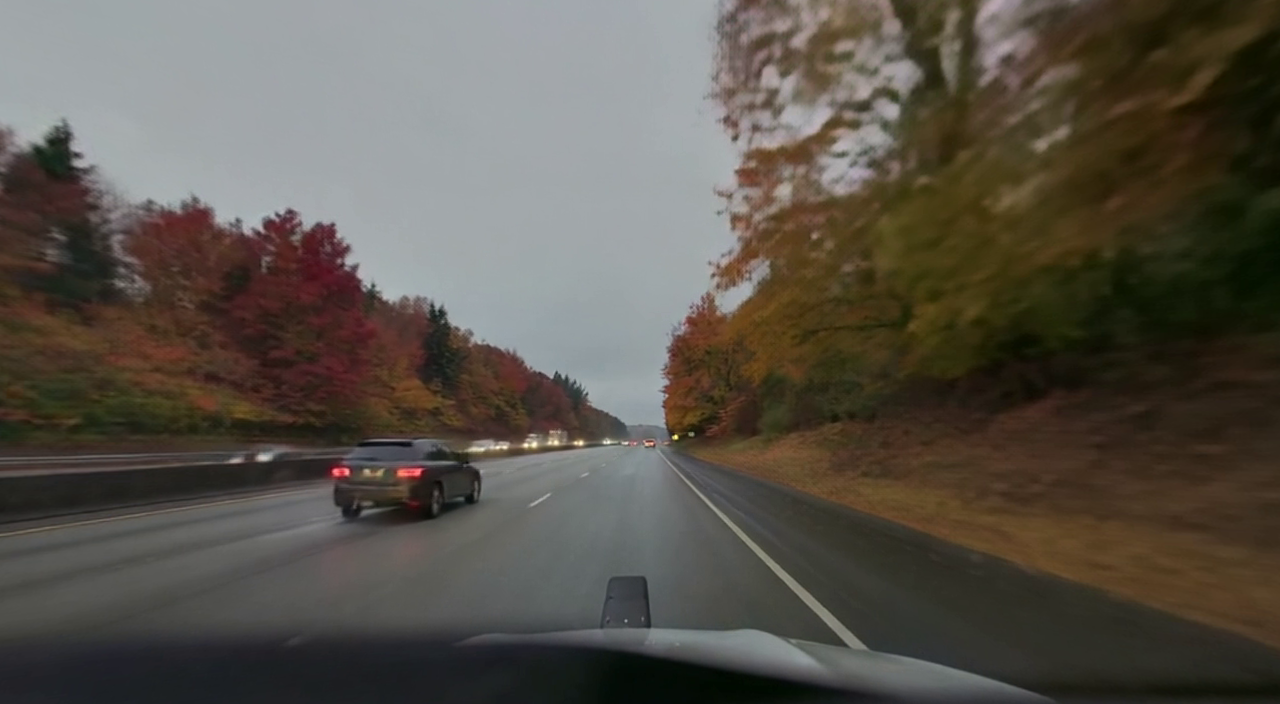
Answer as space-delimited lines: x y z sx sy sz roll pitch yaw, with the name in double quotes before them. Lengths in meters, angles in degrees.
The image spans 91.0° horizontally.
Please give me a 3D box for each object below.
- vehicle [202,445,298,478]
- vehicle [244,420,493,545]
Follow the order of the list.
"vehicle" -19.319 5.405 31.414 1.837 1.512 4.467 0 -8 1
"vehicle" -4.161 2.068 10.687 2.123 1.643 4.479 0 -8 1
